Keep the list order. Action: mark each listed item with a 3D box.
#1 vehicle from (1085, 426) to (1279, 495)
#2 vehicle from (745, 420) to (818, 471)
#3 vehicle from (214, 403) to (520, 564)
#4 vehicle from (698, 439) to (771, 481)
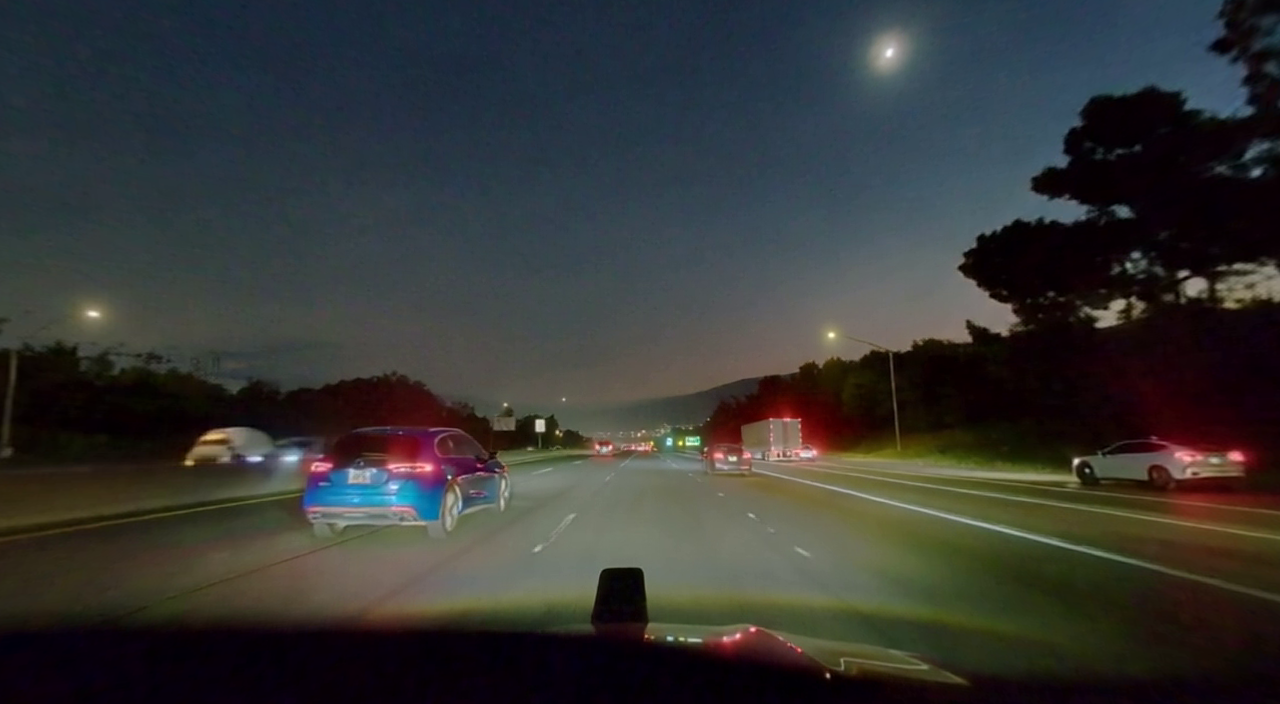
[{"bbox_3d":[18.467,3.632,21.491,2.221,1.995,5.803,0,-9,-2],"label":"vehicle"},{"bbox_3d":[7.741,5.193,35.092,2.729,2.628,4.875,0,-9,-2],"label":"vehicle"},{"bbox_3d":[-3.528,1.845,9.659,2.218,1.764,5.229,0,-9,2],"label":"vehicle"},{"bbox_3d":[3.609,4.231,24.972,2.080,1.493,4.674,0,-9,-1],"label":"vehicle"}]
